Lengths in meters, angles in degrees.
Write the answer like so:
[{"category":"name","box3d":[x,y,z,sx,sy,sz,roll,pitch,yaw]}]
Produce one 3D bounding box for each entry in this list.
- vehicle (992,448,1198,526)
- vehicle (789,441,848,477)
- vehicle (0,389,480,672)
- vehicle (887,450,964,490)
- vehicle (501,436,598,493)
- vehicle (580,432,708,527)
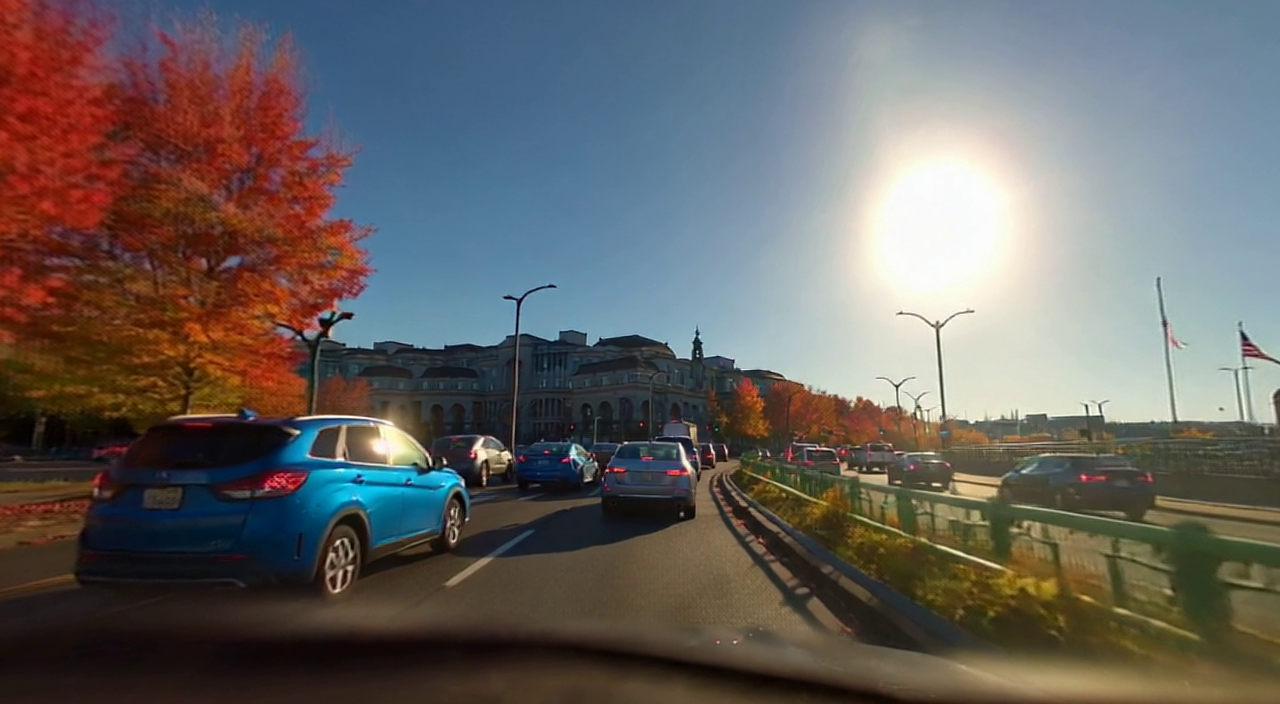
[{"category":"vehicle","box3d":[10.781,3.157,15.434,1.934,1.585,4.397,0,-9,3]},{"category":"vehicle","box3d":[8.341,5.010,29.797,1.944,1.544,4.301,0,-9,6]},{"category":"vehicle","box3d":[-3.175,1.365,5.928,1.988,1.635,4.260,0,-9,3]},{"category":"vehicle","box3d":[12.001,4.947,26.725,1.749,1.481,3.808,0,-9,5]},{"category":"vehicle","box3d":[-2.669,3.452,19.727,1.974,1.549,4.603,0,-9,5]},{"category":"vehicle","box3d":[0.227,2.409,12.455,2.090,1.506,4.276,0,-9,4]}]
